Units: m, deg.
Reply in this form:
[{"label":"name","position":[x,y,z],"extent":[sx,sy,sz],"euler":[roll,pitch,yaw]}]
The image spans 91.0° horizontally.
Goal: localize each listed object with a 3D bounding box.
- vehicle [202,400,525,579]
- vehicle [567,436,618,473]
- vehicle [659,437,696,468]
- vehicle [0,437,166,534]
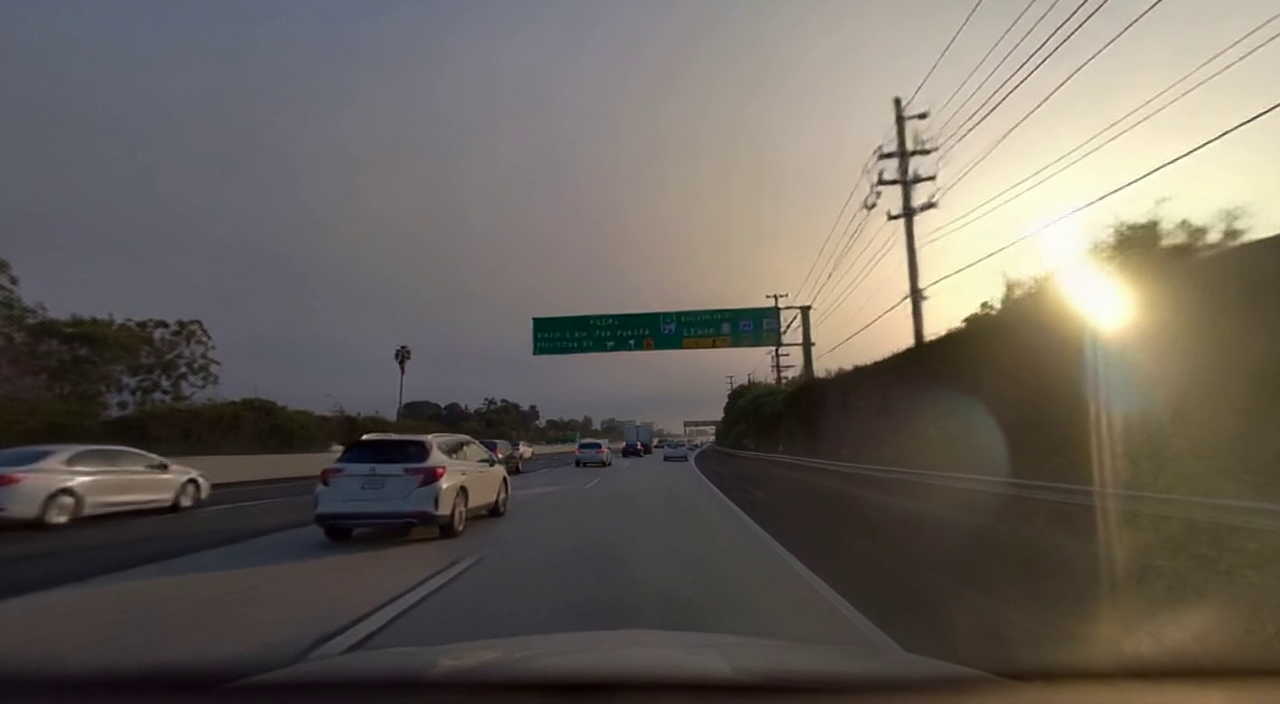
[{"label":"vehicle","position":[-3.262,1.763,8.923],"extent":[2.202,1.801,4.959],"euler":[0,-9,2]},{"label":"vehicle","position":[-2.271,5.070,31.323],"extent":[1.976,1.688,4.124],"euler":[-1,-9,3]},{"label":"vehicle","position":[2.220,5.859,36.748],"extent":[2.038,1.677,4.219],"euler":[-1,-9,5]},{"label":"vehicle","position":[-11.051,2.277,11.049],"extent":[1.954,1.517,4.378],"euler":[0,-9,2]}]
